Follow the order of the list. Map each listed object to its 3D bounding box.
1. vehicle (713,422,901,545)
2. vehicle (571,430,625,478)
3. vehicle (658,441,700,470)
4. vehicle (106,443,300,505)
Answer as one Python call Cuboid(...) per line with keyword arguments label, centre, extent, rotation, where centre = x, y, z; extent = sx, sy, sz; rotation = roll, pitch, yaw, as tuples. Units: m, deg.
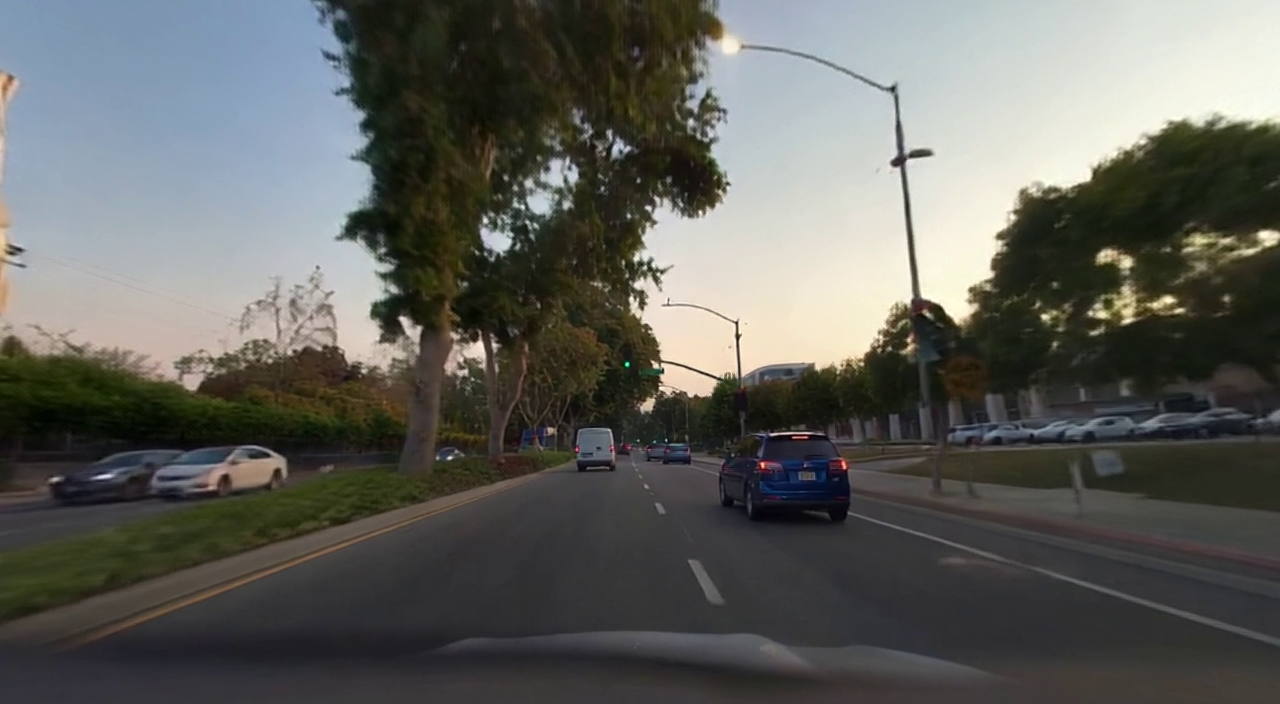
Cuboid(label="vehicle", centre=(2.554, 2.123, 10.836), extent=(1.965, 1.671, 4.146), rotation=(0, -9, -2))
Cuboid(label="vehicle", centre=(-1.872, 4.752, 29.644), extent=(2.228, 2.054, 4.309), rotation=(0, -9, 0))
Cuboid(label="vehicle", centre=(2.434, 6.567, 40.328), extent=(2.248, 1.692, 4.252), rotation=(0, -9, -2))
Cuboid(label="vehicle", centre=(-11.803, 3.297, 17.578), extent=(2.116, 1.481, 4.572), rotation=(0, -9, 0))
